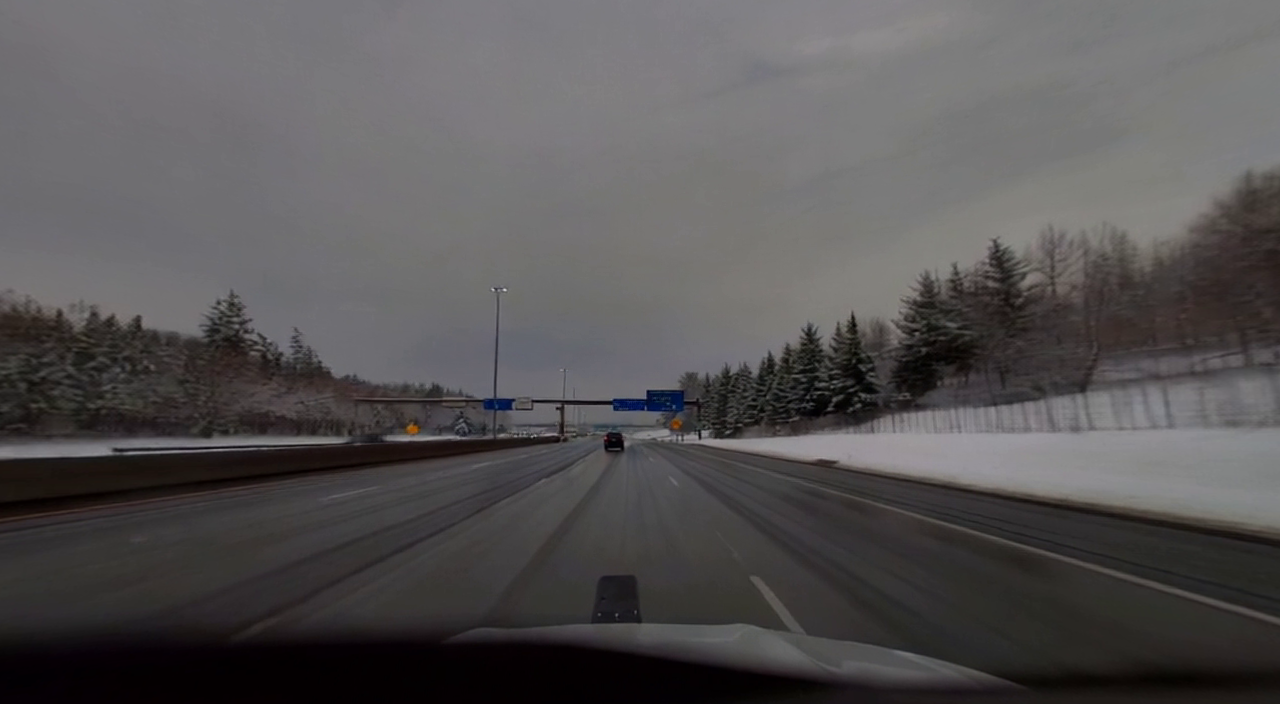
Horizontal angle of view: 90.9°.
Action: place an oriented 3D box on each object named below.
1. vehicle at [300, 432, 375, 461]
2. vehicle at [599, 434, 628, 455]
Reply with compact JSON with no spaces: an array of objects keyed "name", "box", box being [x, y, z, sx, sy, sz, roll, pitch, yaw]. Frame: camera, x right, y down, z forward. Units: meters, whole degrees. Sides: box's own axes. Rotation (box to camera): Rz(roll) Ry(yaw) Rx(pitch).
[{"name":"vehicle","box":[-16.201,5.059,33.975,2.064,1.413,4.141,0,-8,-1]},{"name":"vehicle","box":[-1.899,6.681,45.631,2.000,1.491,3.913,0,-8,-2]}]
